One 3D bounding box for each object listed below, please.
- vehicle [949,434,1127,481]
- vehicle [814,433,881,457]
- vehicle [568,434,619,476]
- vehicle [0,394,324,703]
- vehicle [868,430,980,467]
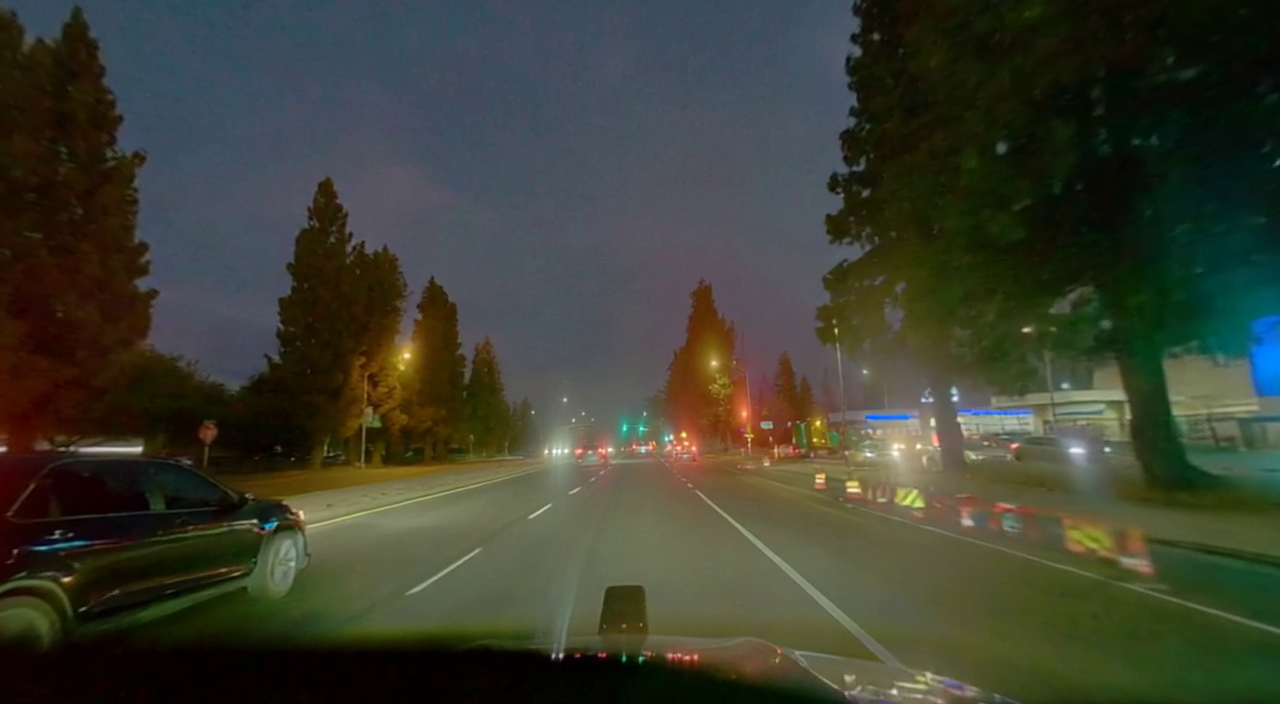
[{"bbox_3d":[13.453,3.577,21.705,4.835,1.458,1.934,-3,-9,23],"label":"vehicle"},{"bbox_3d":[15.871,7.126,48.348,1.874,1.694,4.535,7,-11,-39],"label":"vehicle"},{"bbox_3d":[-2.054,4.508,27.738,2.038,1.682,4.399,1,-8,-5],"label":"vehicle"},{"bbox_3d":[-3.937,1.125,3.999,1.856,1.540,3.733,0,-8,1],"label":"vehicle"},{"bbox_3d":[13.956,4.737,31.106,4.804,1.695,2.055,-4,-9,26],"label":"vehicle"}]
